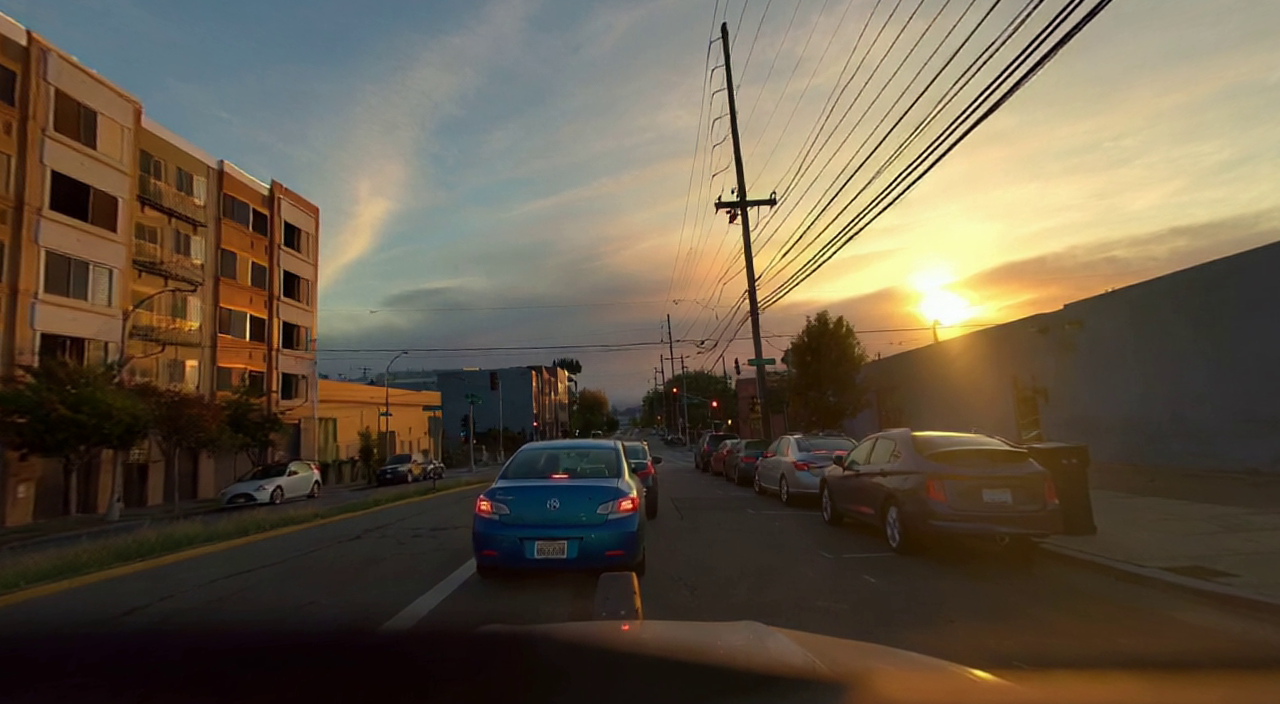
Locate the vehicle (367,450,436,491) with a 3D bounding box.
[{"bbox_3d":[-11.946,5.940,31.935,2.011,1.687,4.079,-5,-8,-3],"label":"vehicle"}]

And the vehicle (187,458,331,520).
[{"bbox_3d":[-11.854,4.240,20.044,1.868,1.491,4.367,-5,-8,0],"label":"vehicle"}]

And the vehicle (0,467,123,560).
[{"bbox_3d":[-11.899,2.903,11.024,1.850,1.487,4.711,-3,-8,-1],"label":"vehicle"}]

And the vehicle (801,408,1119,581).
[{"bbox_3d":[3.791,1.759,8.623,1.967,1.721,4.410,0,-8,-1],"label":"vehicle"}]

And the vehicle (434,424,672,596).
[{"bbox_3d":[-0.715,1.690,7.733,2.019,1.453,4.603,0,-8,1],"label":"vehicle"}]
